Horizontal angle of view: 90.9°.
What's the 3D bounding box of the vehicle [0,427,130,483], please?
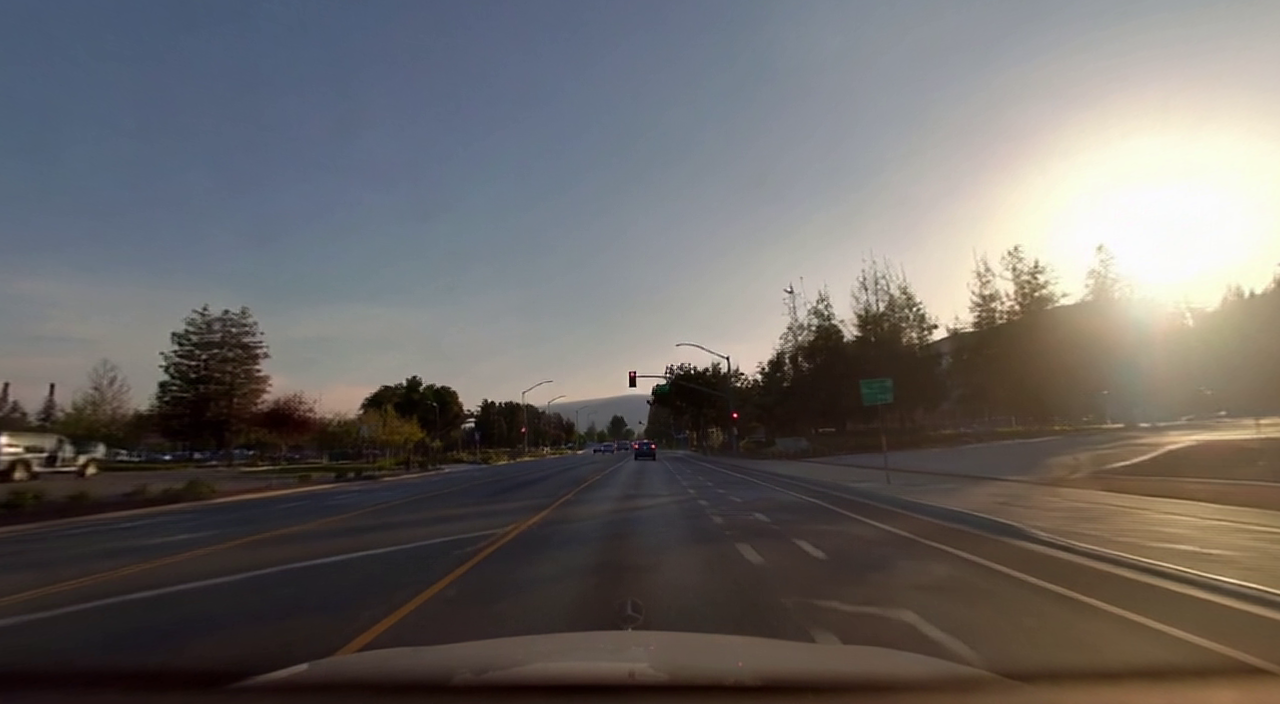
[{"bbox_3d":[-38.397,6.674,41.055,7.489,3.516,2.773,0,-9,-3],"label":"vehicle"}]
